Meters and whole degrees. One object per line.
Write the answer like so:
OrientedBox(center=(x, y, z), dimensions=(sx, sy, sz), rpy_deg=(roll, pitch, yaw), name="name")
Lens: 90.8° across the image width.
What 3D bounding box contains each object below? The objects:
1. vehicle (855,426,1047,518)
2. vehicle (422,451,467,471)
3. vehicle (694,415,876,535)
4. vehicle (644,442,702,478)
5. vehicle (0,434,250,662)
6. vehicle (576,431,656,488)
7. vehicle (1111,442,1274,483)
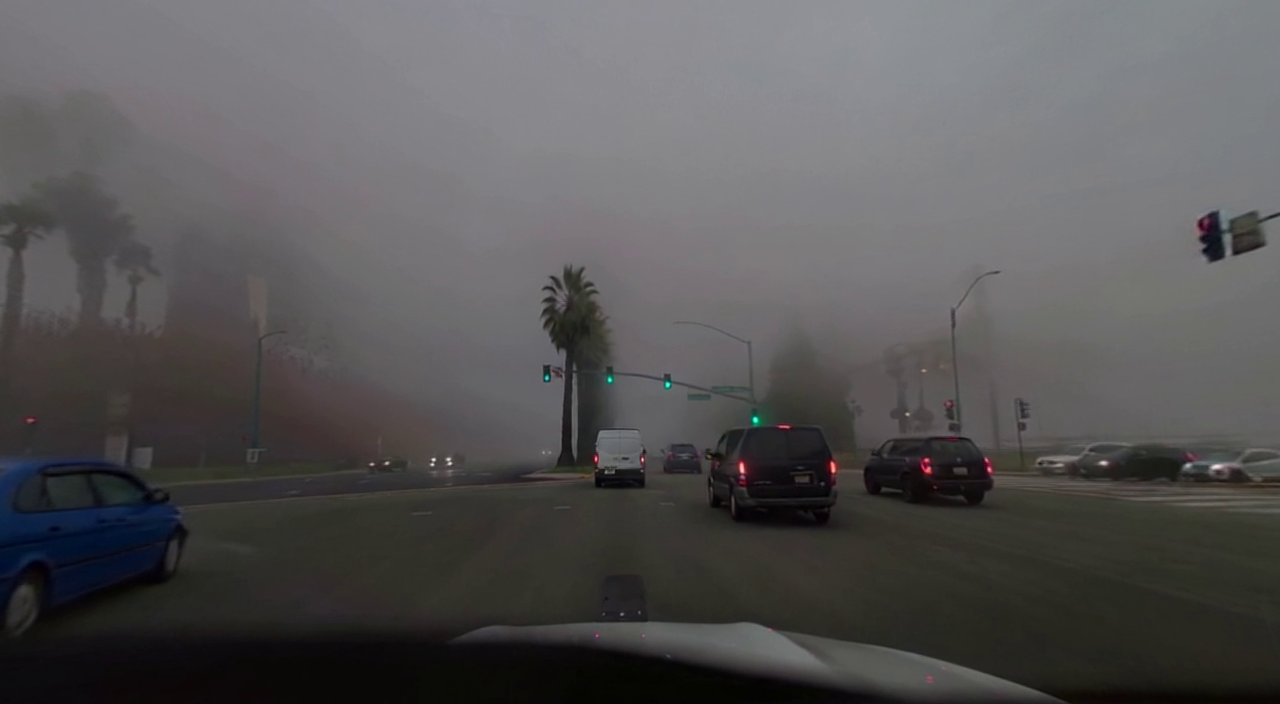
OrientedBox(center=(6.898, 2.701, 14.727), dimensions=(2.023, 1.771, 4.488), rpy_deg=(0, -9, -2), name="vehicle")
OrientedBox(center=(-15.107, 8.417, 49.038), dimensions=(2.067, 1.435, 4.558), rpy_deg=(0, -8, -1), name="vehicle")
OrientedBox(center=(2.461, 2.255, 12.212), dimensions=(2.200, 1.847, 4.618), rpy_deg=(0, -9, -3), name="vehicle")
OrientedBox(center=(1.638, 5.671, 33.489), dimensions=(2.462, 1.736, 4.899), rpy_deg=(0, -9, -4), name="vehicle")
OrientedBox(center=(-5.515, 1.506, 5.720), dimensions=(1.997, 1.430, 4.655), rpy_deg=(2, -9, -14), name="vehicle")
OrientedBox(center=(-0.964, 4.274, 25.454), dimensions=(2.848, 1.991, 5.706), rpy_deg=(0, -9, -2), name="vehicle")
OrientedBox(center=(20.752, 4.167, 23.844), dimensions=(4.412, 1.441, 2.181), rpy_deg=(2, -10, -8), name="vehicle")
